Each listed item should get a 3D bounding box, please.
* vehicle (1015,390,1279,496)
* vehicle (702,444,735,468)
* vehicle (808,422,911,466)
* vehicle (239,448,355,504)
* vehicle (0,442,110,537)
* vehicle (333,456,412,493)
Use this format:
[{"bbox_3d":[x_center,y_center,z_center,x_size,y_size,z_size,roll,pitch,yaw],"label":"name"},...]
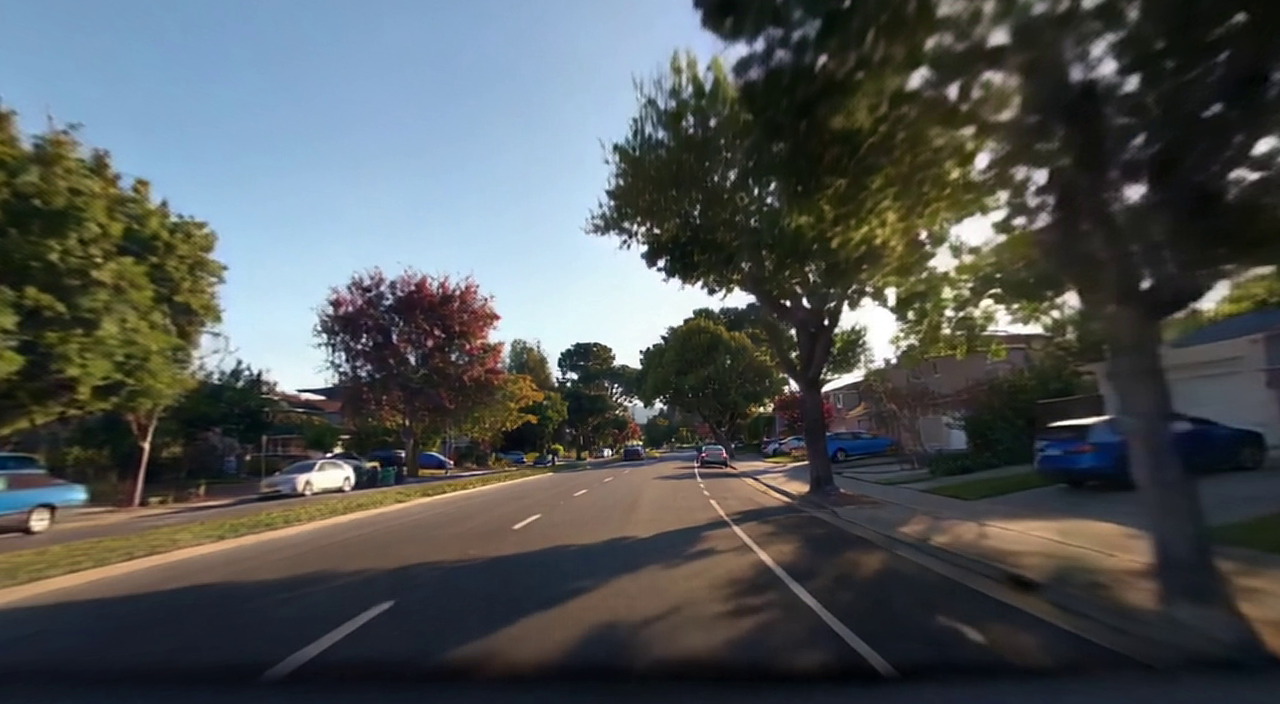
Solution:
[{"bbox_3d":[10.629,1.861,13.048,4.383,1.602,1.920,-6,-8,0],"label":"vehicle"},{"bbox_3d":[5.158,6.836,41.835,2.016,1.477,4.207,-1,-8,5],"label":"vehicle"},{"bbox_3d":[11.259,4.757,32.641,4.463,1.765,1.960,-5,-8,-2],"label":"vehicle"},{"bbox_3d":[-13.780,4.966,25.720,2.009,1.789,4.449,-8,-9,4],"label":"vehicle"},{"bbox_3d":[-14.247,2.881,12.682,2.114,1.931,5.936,-6,-8,1],"label":"vehicle"},{"bbox_3d":[-13.171,6.018,31.390,1.695,1.423,4.371,-8,-9,4],"label":"vehicle"}]
